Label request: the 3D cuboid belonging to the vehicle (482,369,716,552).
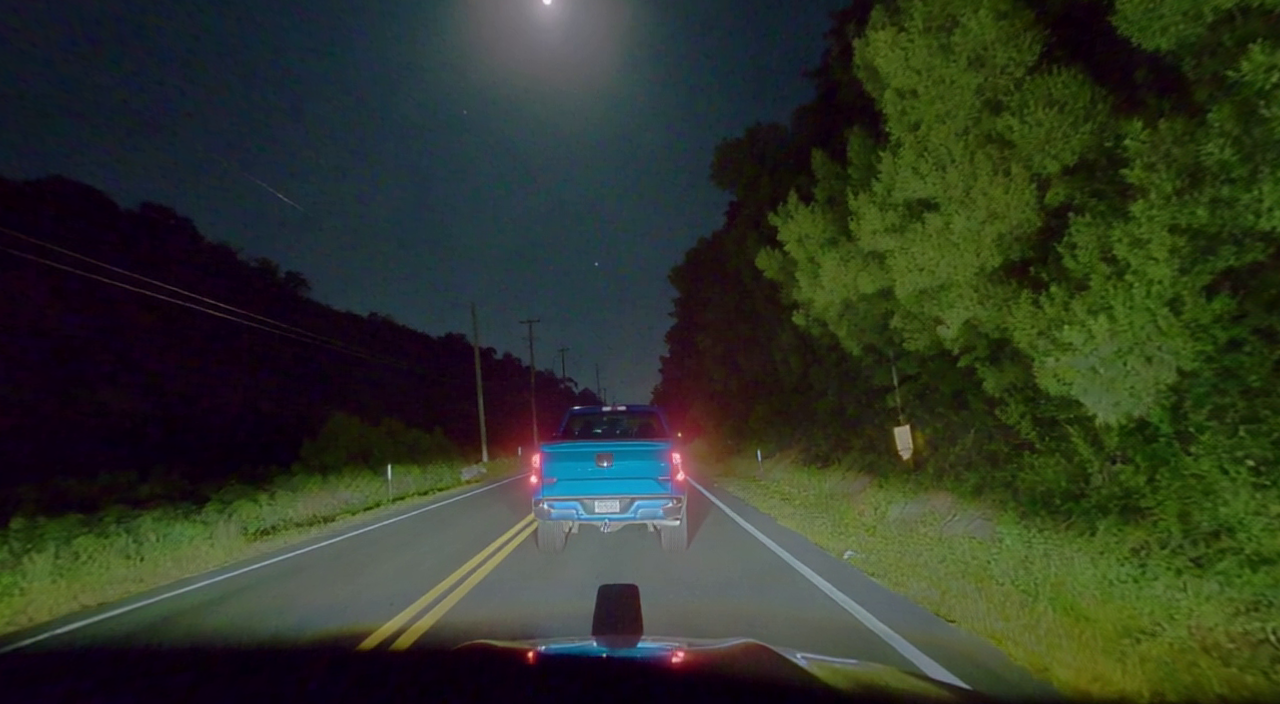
[{"bbox_3d":[-0.537,1.747,10.724,2.837,2.223,5.885,0,-8,-1],"label":"vehicle"}]
